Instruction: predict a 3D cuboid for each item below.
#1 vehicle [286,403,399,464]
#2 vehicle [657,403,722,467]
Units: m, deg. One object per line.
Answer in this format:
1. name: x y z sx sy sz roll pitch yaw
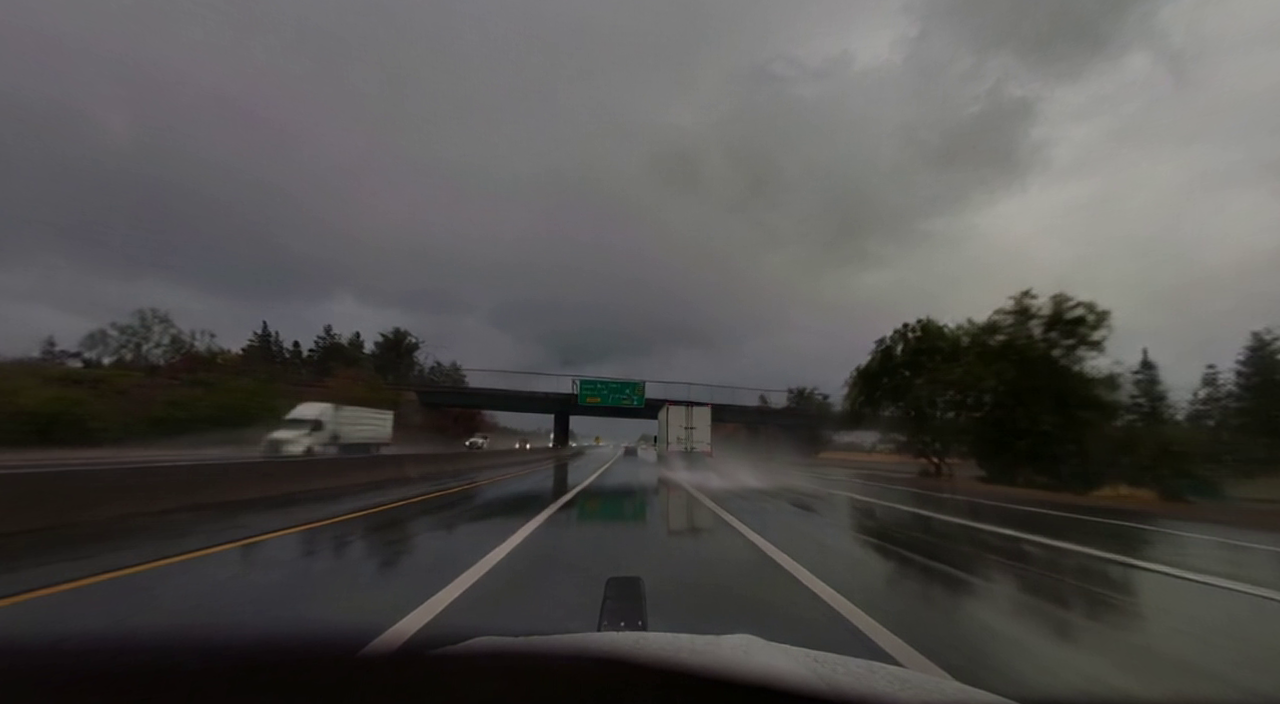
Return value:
1. vehicle: -16.212 4.579 35.050 2.585 3.012 7.417 0 -8 0
2. vehicle: 3.510 6.605 49.167 3.323 4.262 14.056 1 -9 -2
